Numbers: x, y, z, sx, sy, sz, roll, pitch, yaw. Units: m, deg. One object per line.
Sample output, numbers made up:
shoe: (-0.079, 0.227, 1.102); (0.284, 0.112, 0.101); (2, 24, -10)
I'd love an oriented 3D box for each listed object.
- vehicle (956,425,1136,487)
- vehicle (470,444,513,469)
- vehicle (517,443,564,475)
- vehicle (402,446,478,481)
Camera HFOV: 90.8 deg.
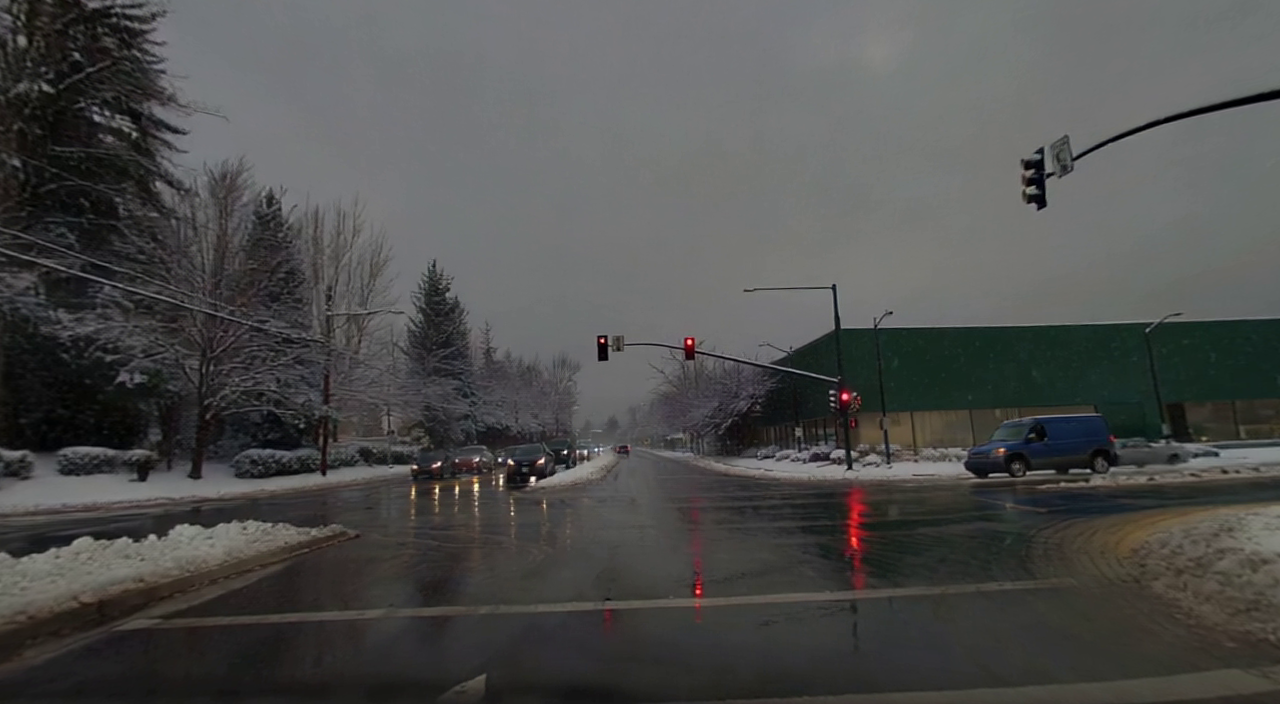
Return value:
vehicle: (14.856, 3.753, 23.135); (5.910, 2.046, 2.228); (3, -9, -19)
vehicle: (-9.014, 6.373, 38.767); (1.779, 1.460, 4.463); (0, -9, -3)
vehicle: (-4.792, 5.190, 30.923); (1.846, 1.416, 4.228); (0, -9, -4)
vehicle: (-9.003, 5.032, 28.873); (2.024, 1.460, 4.381); (0, -9, 0)
